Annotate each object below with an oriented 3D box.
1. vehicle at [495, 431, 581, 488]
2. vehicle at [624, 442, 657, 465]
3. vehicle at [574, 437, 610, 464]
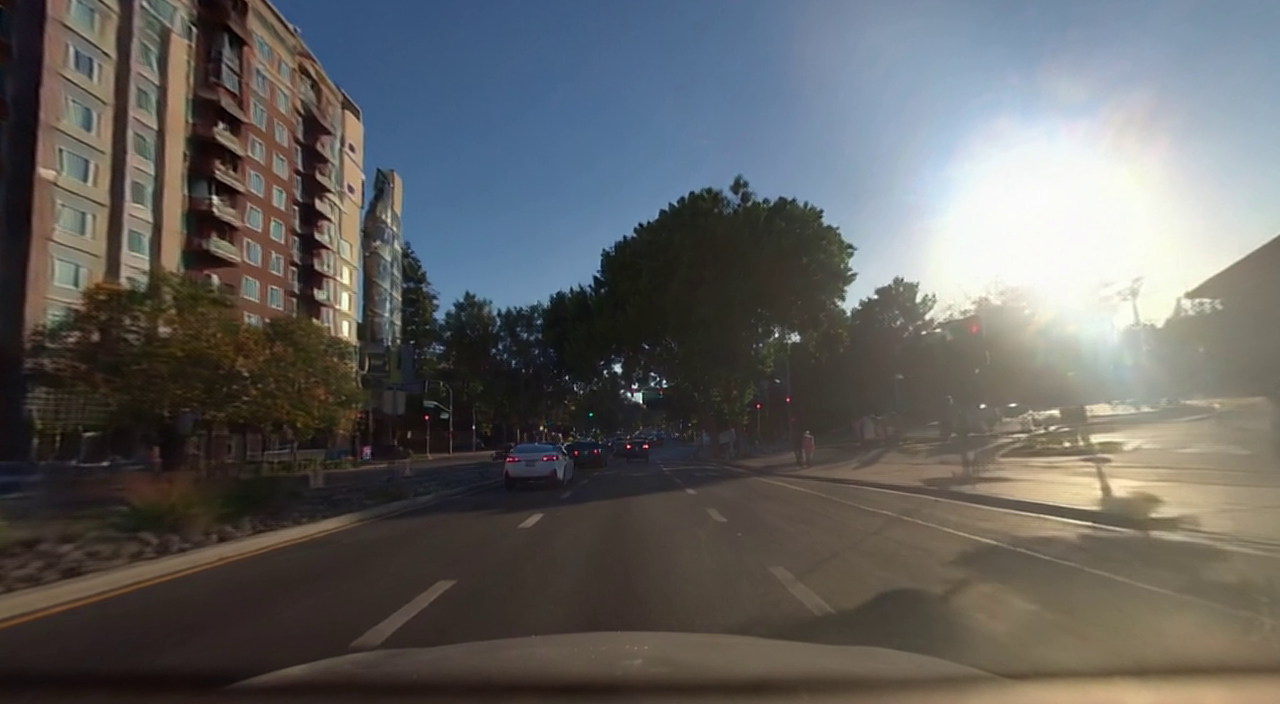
[{"bbox_3d":[-3.306,3.594,21.449,2.116,1.725,4.315,0,-8,1],"label":"vehicle"},{"bbox_3d":[0.030,6.657,41.604,2.095,1.438,3.843,0,-8,0],"label":"vehicle"},{"bbox_3d":[-3.324,6.981,45.016,2.152,1.802,4.628,0,-8,1],"label":"vehicle"}]
